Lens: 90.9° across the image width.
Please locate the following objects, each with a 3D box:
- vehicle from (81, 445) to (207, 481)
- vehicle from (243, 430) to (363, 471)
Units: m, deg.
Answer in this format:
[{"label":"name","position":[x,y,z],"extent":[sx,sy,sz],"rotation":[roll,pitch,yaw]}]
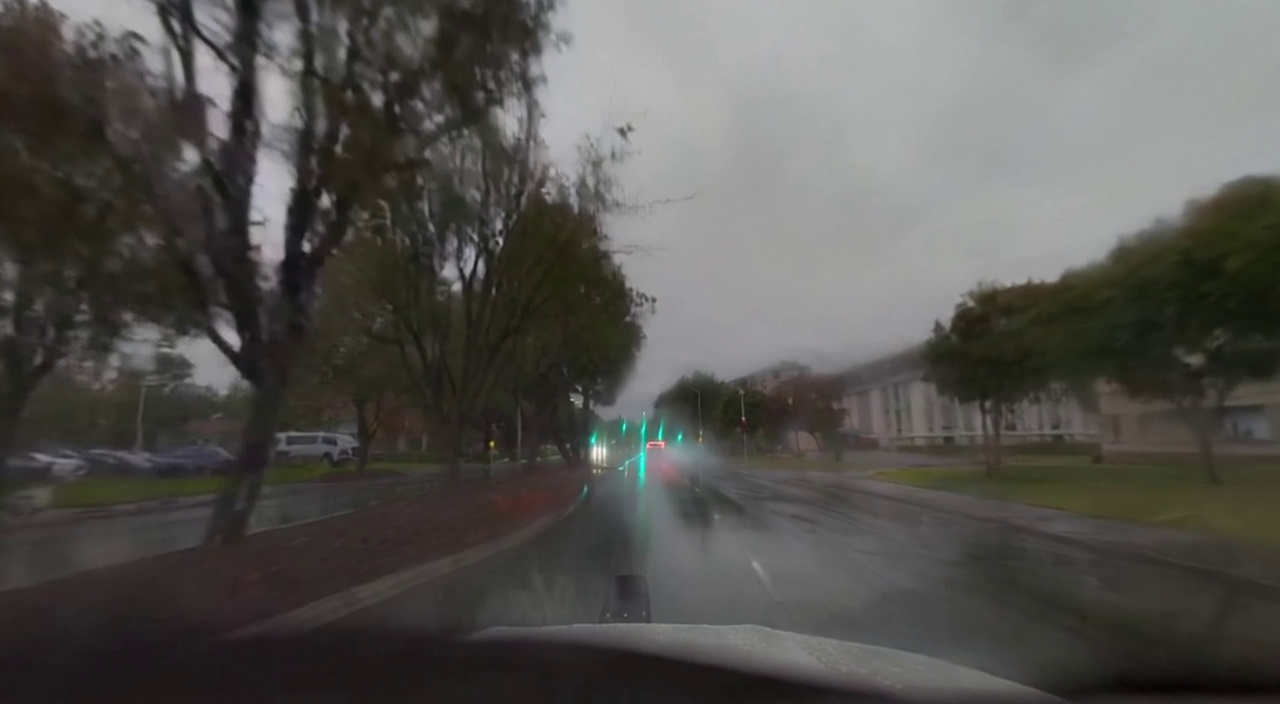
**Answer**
[{"label":"vehicle","position":[-22.782,5.071,29.073],"extent":[4.140,1.556,1.995],"rotation":[0,-8,2]},{"label":"vehicle","position":[-22.668,6.648,42.689],"extent":[6.364,2.595,2.828],"rotation":[1,-9,-2]}]
